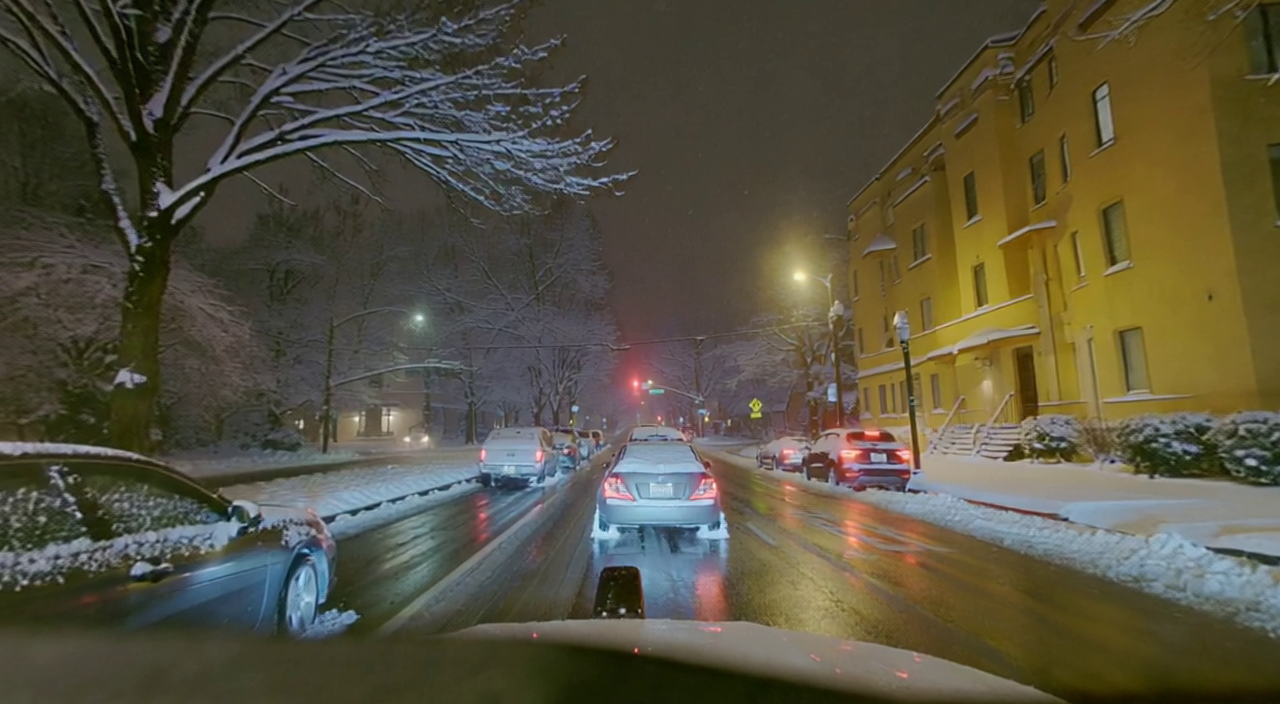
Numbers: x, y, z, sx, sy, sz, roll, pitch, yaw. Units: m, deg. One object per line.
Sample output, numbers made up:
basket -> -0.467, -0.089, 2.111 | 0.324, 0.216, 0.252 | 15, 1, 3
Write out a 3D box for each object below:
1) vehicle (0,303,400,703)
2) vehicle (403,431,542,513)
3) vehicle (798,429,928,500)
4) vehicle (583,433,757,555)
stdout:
vehicle -> -3.268, 0.933, 3.383 | 2.152, 1.802, 4.628 | 0, -9, 0
vehicle -> -3.513, 2.617, 14.244 | 1.901, 1.522, 4.556 | 0, -8, 0
vehicle -> 6.344, 3.246, 18.681 | 2.025, 1.808, 4.579 | 0, -9, -2
vehicle -> 0.269, 1.998, 9.583 | 2.095, 1.438, 3.843 | 0, -9, -3
